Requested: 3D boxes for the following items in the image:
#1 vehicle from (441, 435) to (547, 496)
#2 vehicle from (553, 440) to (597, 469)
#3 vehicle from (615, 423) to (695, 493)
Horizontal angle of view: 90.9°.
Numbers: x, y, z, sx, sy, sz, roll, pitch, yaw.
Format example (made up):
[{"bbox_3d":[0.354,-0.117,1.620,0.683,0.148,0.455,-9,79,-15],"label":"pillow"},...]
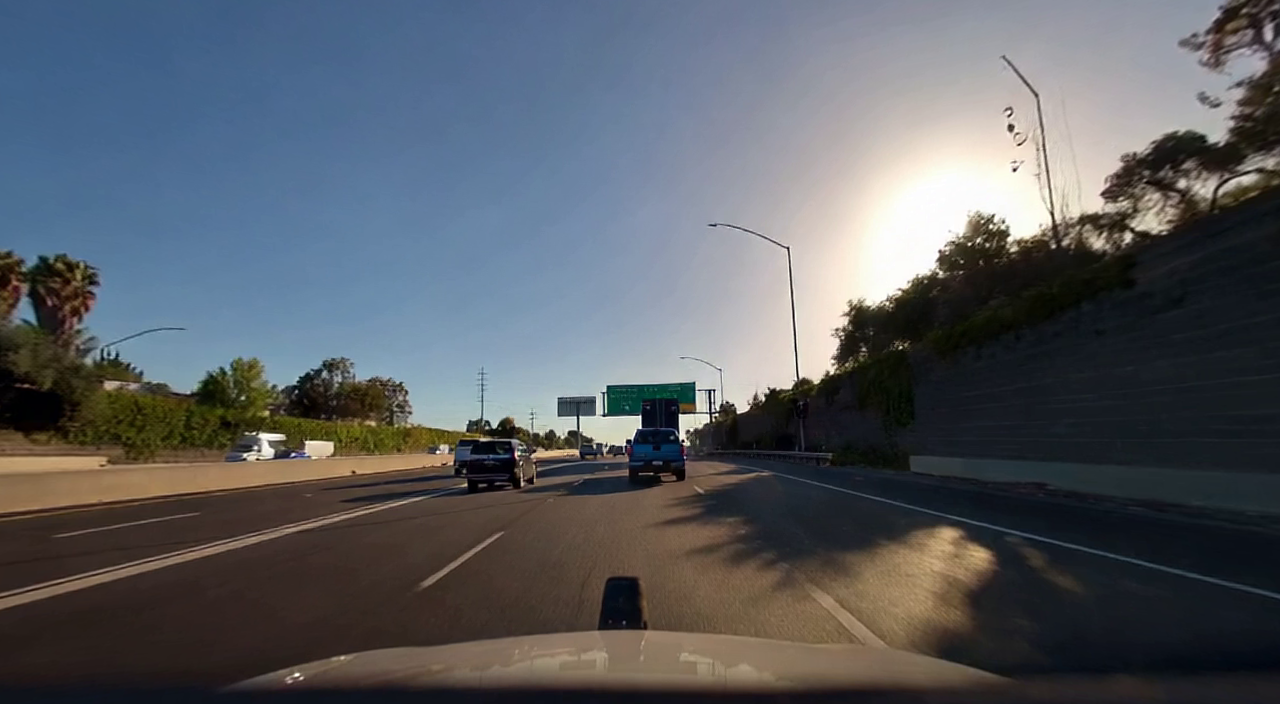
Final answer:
[{"bbox_3d":[-4.212,3.350,19.046,1.961,1.591,4.756,-1,-8,1],"label":"vehicle"},{"bbox_3d":[-3.811,6.049,37.480,2.061,1.584,4.290,0,-8,1],"label":"vehicle"},{"bbox_3d":[0.412,3.121,18.882,2.083,1.792,4.782,0,-8,1],"label":"vehicle"}]
